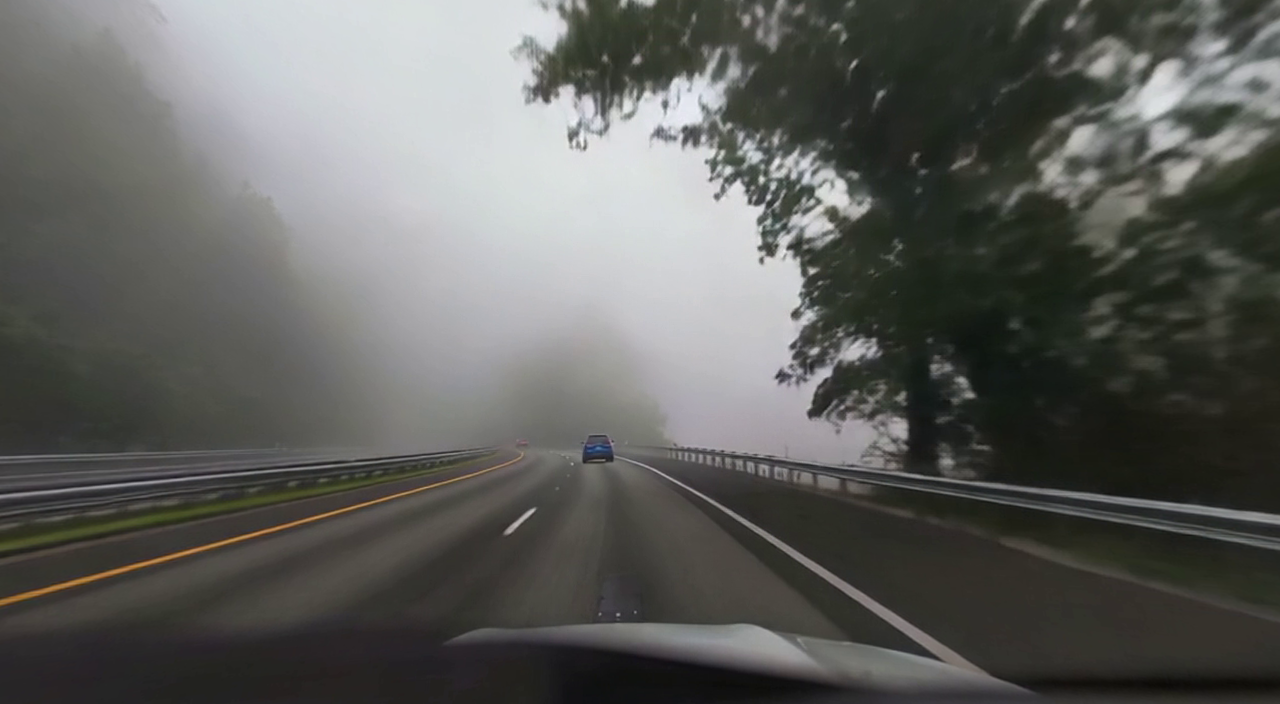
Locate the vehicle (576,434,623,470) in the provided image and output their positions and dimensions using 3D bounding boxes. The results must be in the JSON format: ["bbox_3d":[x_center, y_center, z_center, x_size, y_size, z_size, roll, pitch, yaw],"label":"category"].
[{"bbox_3d":[-2.298,5.514,35.036,2.452,1.857,4.022,0,-8,-5],"label":"vehicle"}]
